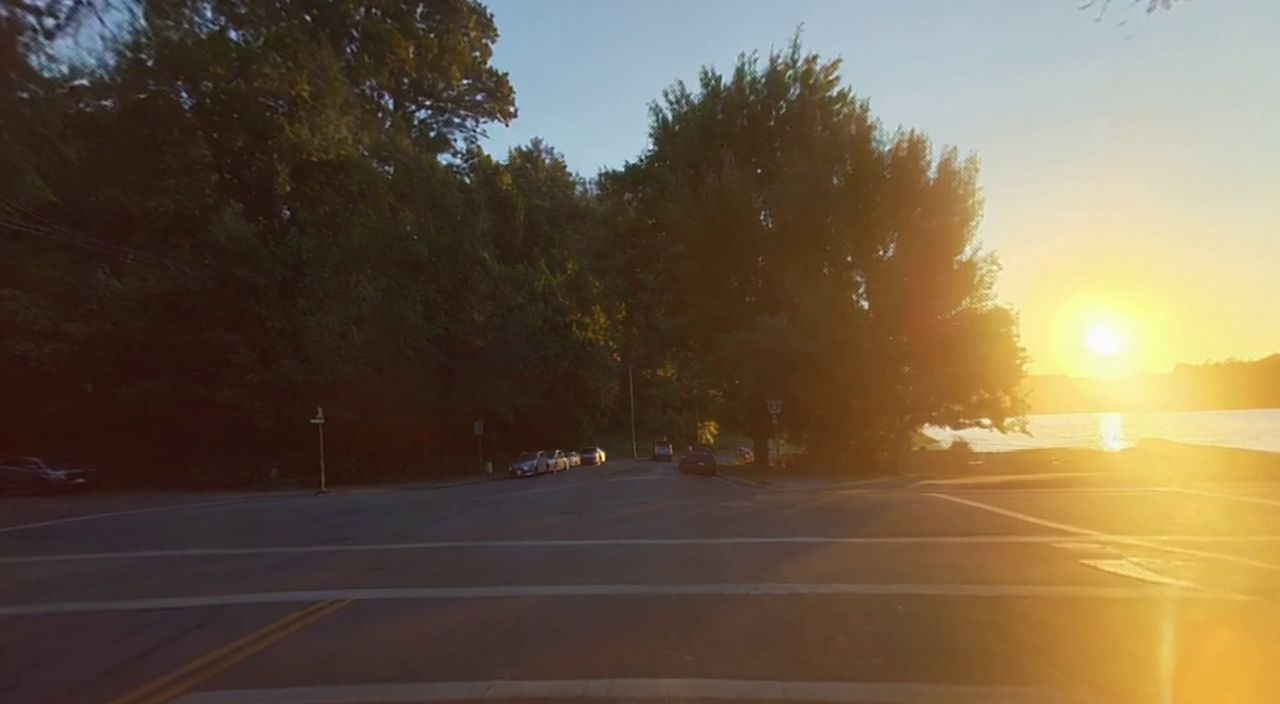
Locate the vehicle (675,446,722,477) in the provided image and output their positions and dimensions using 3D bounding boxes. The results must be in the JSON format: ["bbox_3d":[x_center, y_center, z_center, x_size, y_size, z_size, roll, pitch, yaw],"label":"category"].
[{"bbox_3d":[2.952,5.661,32.885,2.051,1.461,4.100,0,-8,0],"label":"vehicle"}]

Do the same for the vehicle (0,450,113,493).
[{"bbox_3d":[-26.781,5.313,28.265,4.986,1.796,2.066,-2,-8,14],"label":"vehicle"}]

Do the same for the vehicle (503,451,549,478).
[{"bbox_3d":[-6.882,6.833,38.523,2.102,1.507,4.049,0,-8,-1],"label":"vehicle"}]
